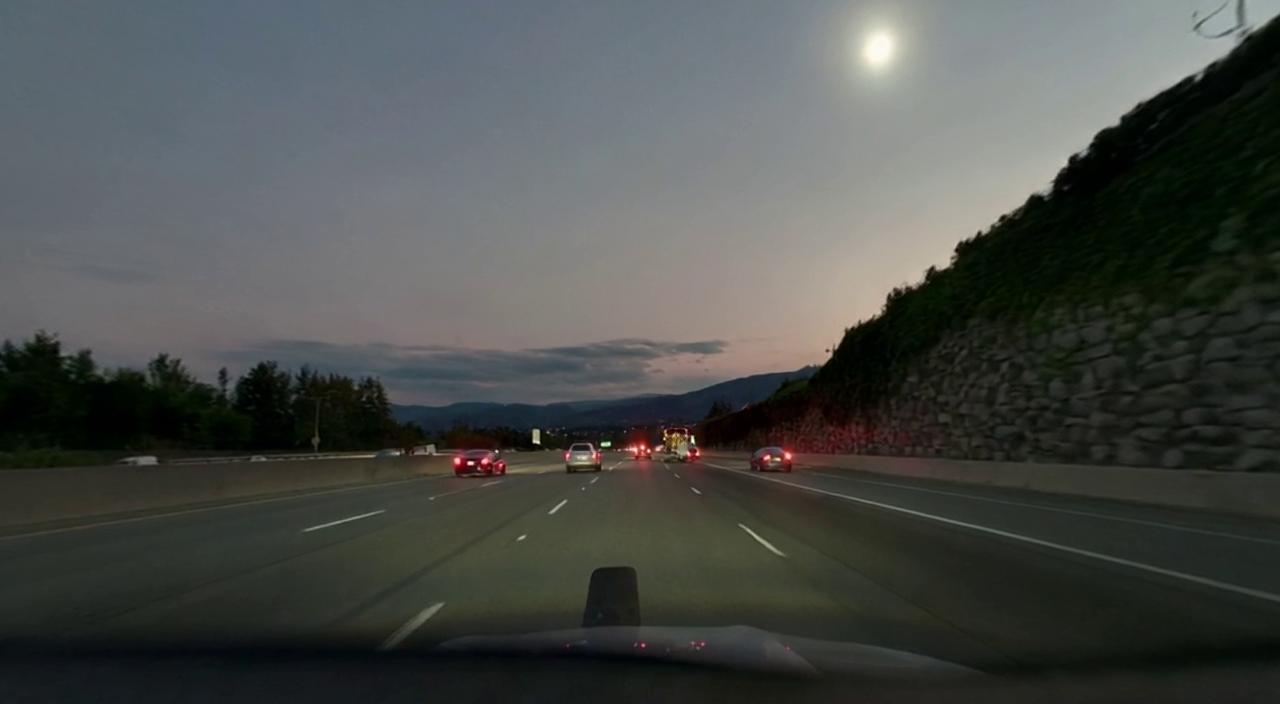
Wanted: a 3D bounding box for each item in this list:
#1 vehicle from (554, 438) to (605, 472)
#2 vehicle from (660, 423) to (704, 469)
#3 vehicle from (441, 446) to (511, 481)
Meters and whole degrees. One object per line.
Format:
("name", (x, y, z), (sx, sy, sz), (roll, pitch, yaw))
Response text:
("vehicle", (-3.859, 6.698, 41.232), (2.720, 2.041, 5.432), (0, -9, 1))
("vehicle", (3.082, 7.191, 48.333), (2.795, 3.187, 7.205), (0, -9, 0))
("vehicle", (-7.677, 5.227, 29.996), (2.102, 1.522, 4.394), (0, -9, 0))
